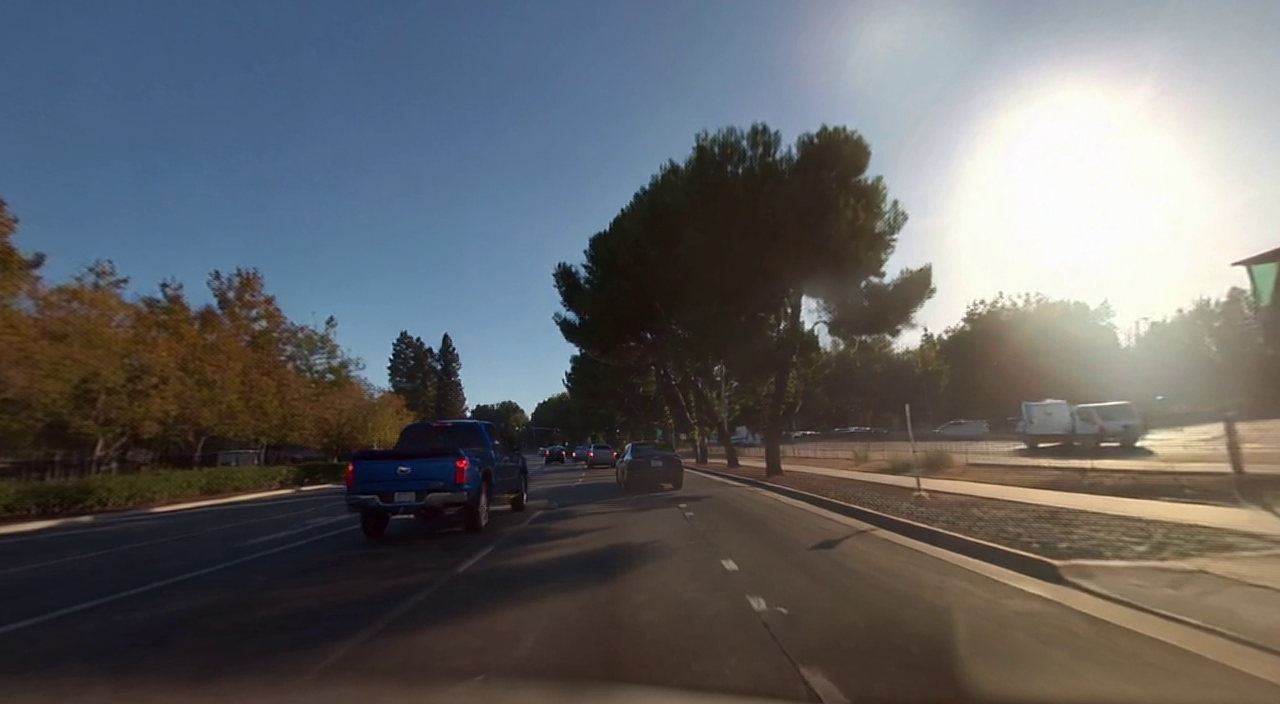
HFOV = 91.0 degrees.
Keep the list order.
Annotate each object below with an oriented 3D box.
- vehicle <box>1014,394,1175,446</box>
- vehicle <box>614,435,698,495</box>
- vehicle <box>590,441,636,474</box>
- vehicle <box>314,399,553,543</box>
[{"bbox_3d":[22.362,3.472,31.415,6.027,2.377,2.245,-5,-10,26],"label":"vehicle"},{"bbox_3d":[0.343,3.256,18.473,2.142,1.528,4.133,0,-9,-3],"label":"vehicle"},{"bbox_3d":[-1.404,5.188,31.138,2.047,1.502,3.873,1,-9,-6],"label":"vehicle"},{"bbox_3d":[-3.274,2.101,11.714,2.512,1.992,5.725,0,-9,0],"label":"vehicle"}]
